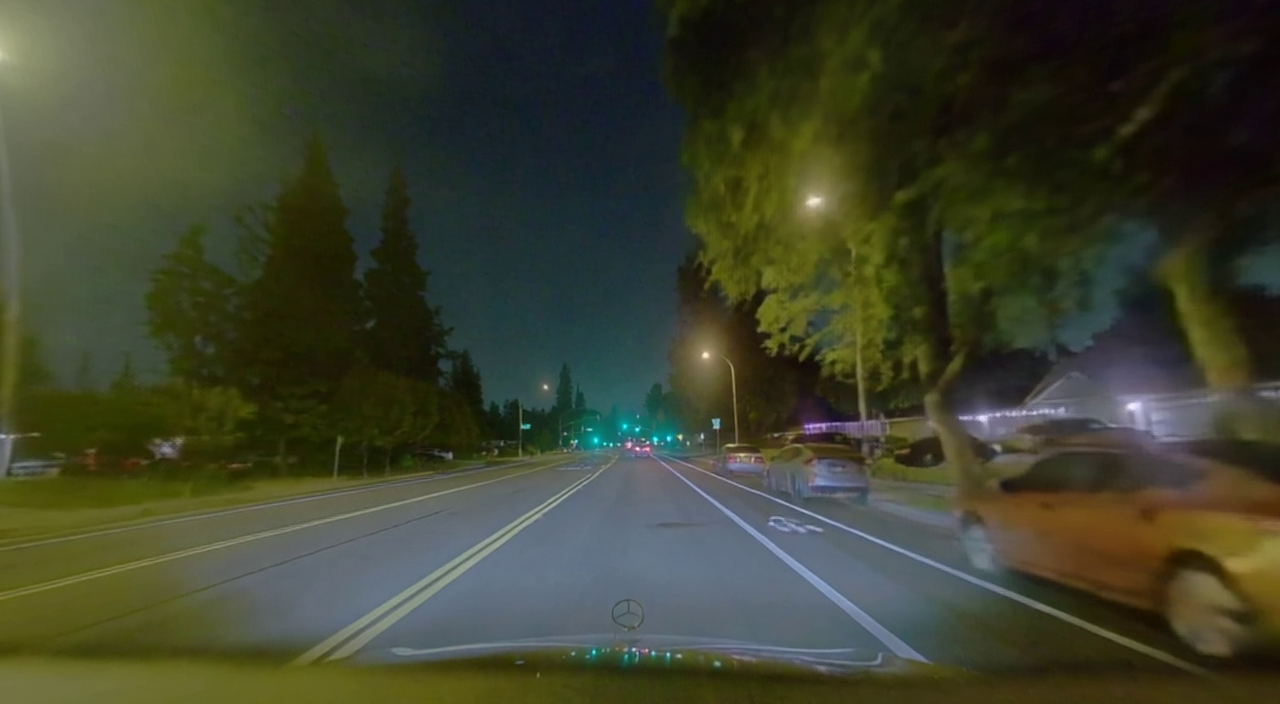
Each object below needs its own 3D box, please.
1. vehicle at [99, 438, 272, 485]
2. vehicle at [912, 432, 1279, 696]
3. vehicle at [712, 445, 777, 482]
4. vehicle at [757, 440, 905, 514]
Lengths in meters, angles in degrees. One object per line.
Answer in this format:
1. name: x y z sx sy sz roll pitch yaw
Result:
1. vehicle: -19.393 4.674 27.058 5.684 1.934 2.217 0 -8 1
2. vehicle: 4.521 1.460 5.347 1.968 1.467 5.107 0 -8 -2
3. vehicle: 4.533 4.925 28.132 1.980 1.465 4.970 0 -8 -1
4. vehicle: 4.399 2.947 15.461 1.999 1.512 4.826 0 -8 -2
